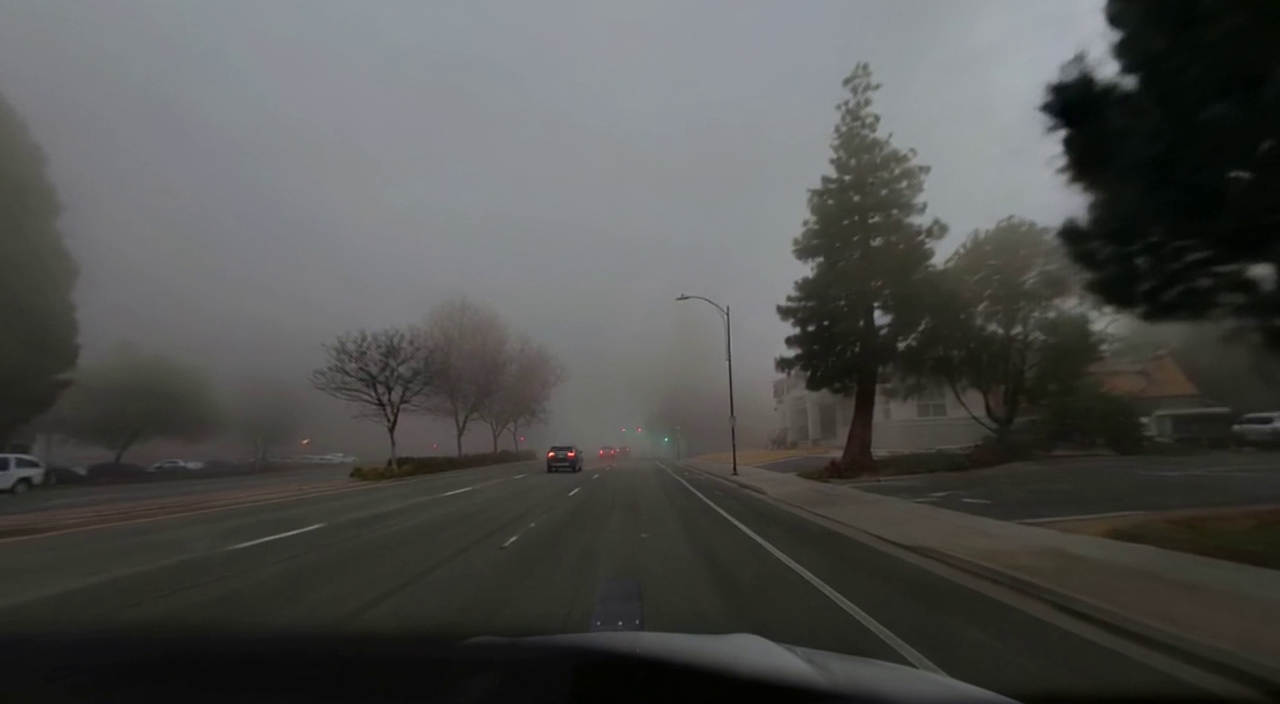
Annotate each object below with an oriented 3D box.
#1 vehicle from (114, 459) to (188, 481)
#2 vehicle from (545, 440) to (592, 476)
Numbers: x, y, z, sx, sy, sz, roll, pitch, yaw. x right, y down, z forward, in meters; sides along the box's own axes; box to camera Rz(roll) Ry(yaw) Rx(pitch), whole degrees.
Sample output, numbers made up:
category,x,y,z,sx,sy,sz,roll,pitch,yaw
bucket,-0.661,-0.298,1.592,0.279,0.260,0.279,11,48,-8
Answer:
category,x,y,z,sx,sy,sz,roll,pitch,yaw
vehicle,-36.937,8.901,47.765,3.950,1.513,1.797,-1,-9,-5
vehicle,-3.715,5.582,33.511,1.959,1.741,4.141,0,-9,1
